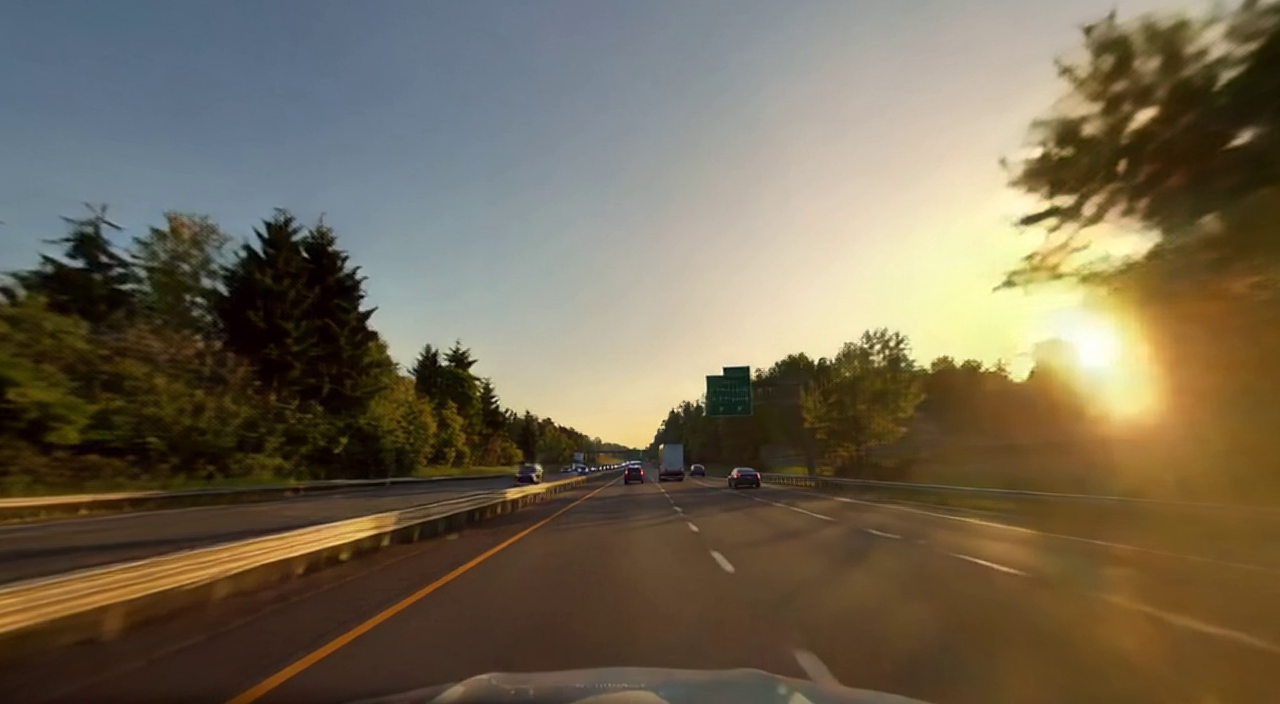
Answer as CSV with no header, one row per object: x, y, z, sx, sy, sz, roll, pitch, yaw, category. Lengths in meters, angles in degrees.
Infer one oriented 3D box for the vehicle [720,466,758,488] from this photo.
7.350,9.355,47.196,1.977,1.494,4.311,1,-10,-2,vehicle

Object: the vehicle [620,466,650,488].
-0.358,8.849,44.772,2.025,1.452,3.927,1,-10,-1,vehicle
